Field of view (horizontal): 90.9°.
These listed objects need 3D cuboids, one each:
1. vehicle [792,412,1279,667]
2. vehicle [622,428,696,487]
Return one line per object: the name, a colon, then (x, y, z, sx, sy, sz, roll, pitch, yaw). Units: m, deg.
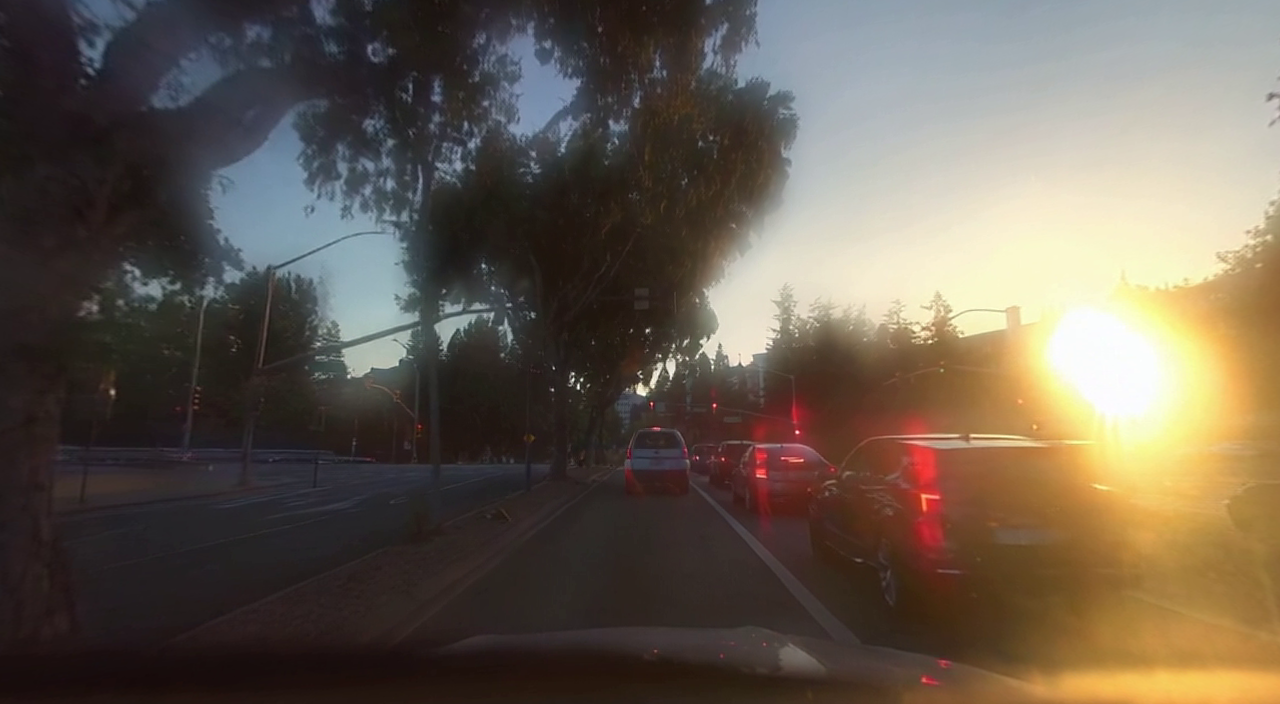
vehicle: (2.996, 1.456, 6.066, 2.078, 1.578, 4.107, 0, -8, 1)
vehicle: (0.570, 3.566, 21.611, 2.245, 1.800, 4.522, 0, -8, 0)
